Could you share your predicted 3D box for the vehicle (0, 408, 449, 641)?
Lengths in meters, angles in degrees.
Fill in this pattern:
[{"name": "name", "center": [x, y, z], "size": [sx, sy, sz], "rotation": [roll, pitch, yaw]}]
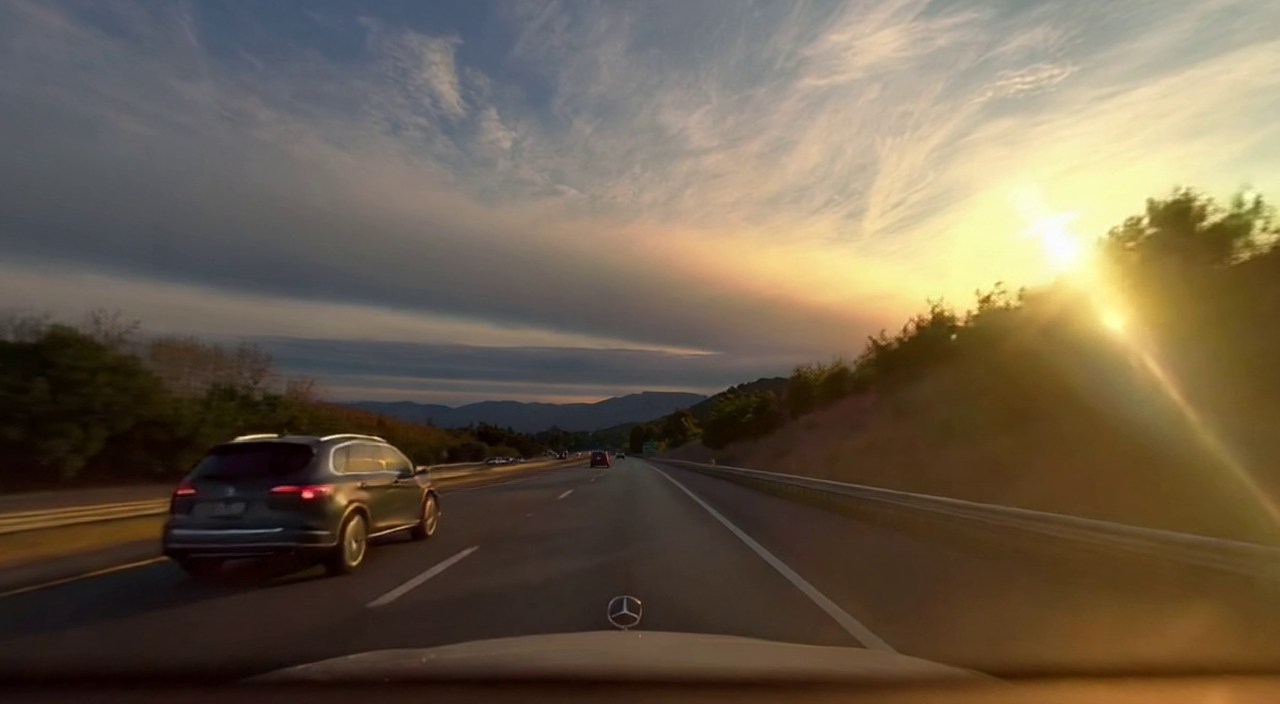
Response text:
[{"name": "vehicle", "center": [-3.908, 1.603, 6.937], "size": [2.135, 1.686, 4.517], "rotation": [0, -9, 1]}]
